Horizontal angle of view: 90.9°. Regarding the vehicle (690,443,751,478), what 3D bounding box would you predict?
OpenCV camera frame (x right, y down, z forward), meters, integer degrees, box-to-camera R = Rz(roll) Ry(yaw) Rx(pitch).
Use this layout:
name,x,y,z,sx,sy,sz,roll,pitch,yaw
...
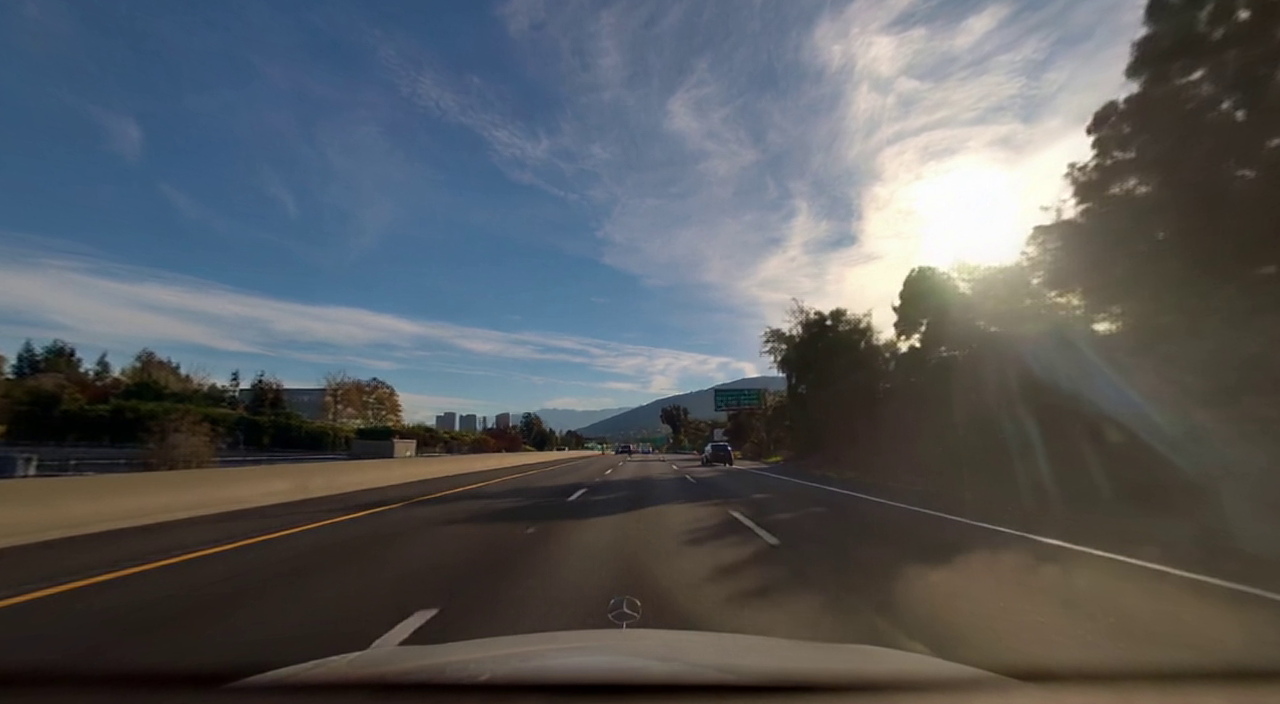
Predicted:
name,x,y,z,sx,sy,sz,roll,pitch,yaw
vehicle,3.613,4.963,29.094,2.193,1.462,4.533,0,-8,-1
